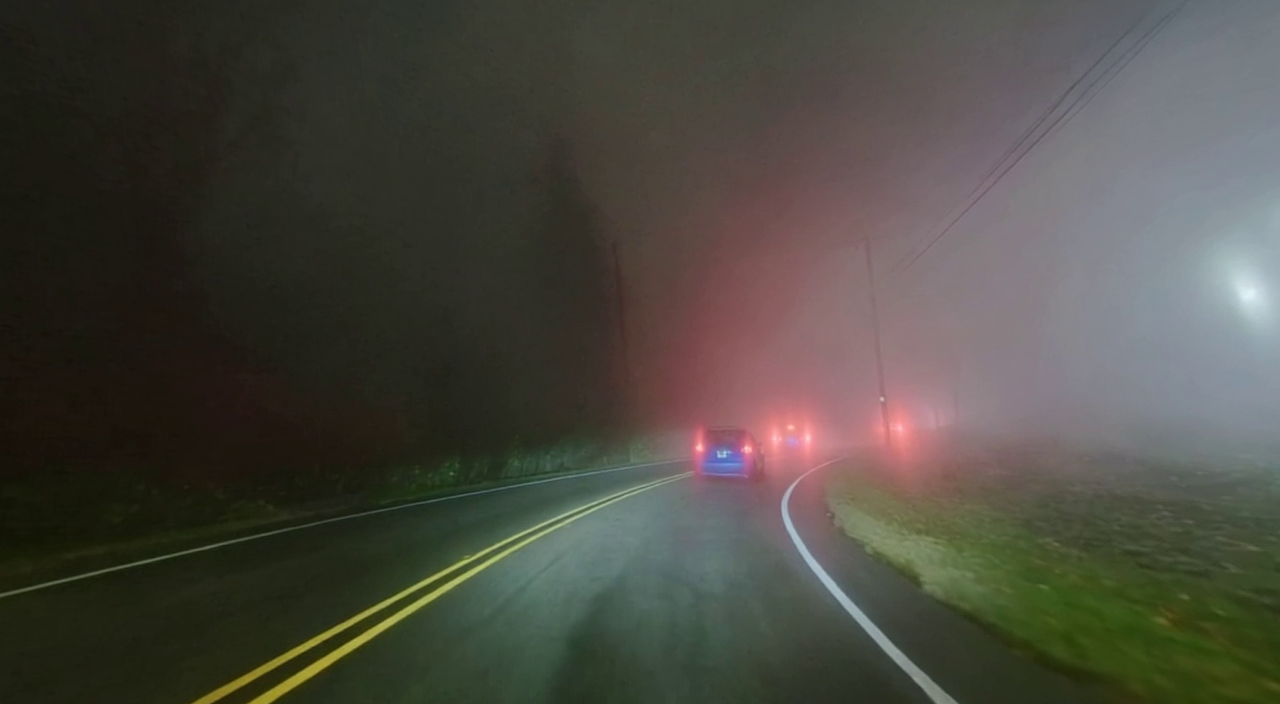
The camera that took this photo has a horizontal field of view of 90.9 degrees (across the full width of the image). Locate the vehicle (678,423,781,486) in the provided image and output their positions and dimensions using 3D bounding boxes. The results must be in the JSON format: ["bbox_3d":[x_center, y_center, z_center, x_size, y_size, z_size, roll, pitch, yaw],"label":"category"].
[{"bbox_3d":[2.707,2.921,18.257,2.157,1.565,4.243,-3,-9,19],"label":"vehicle"}]

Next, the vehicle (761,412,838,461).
[{"bbox_3d":[8.038,4.221,31.259,2.376,2.145,5.953,-4,-9,27],"label":"vehicle"}]
